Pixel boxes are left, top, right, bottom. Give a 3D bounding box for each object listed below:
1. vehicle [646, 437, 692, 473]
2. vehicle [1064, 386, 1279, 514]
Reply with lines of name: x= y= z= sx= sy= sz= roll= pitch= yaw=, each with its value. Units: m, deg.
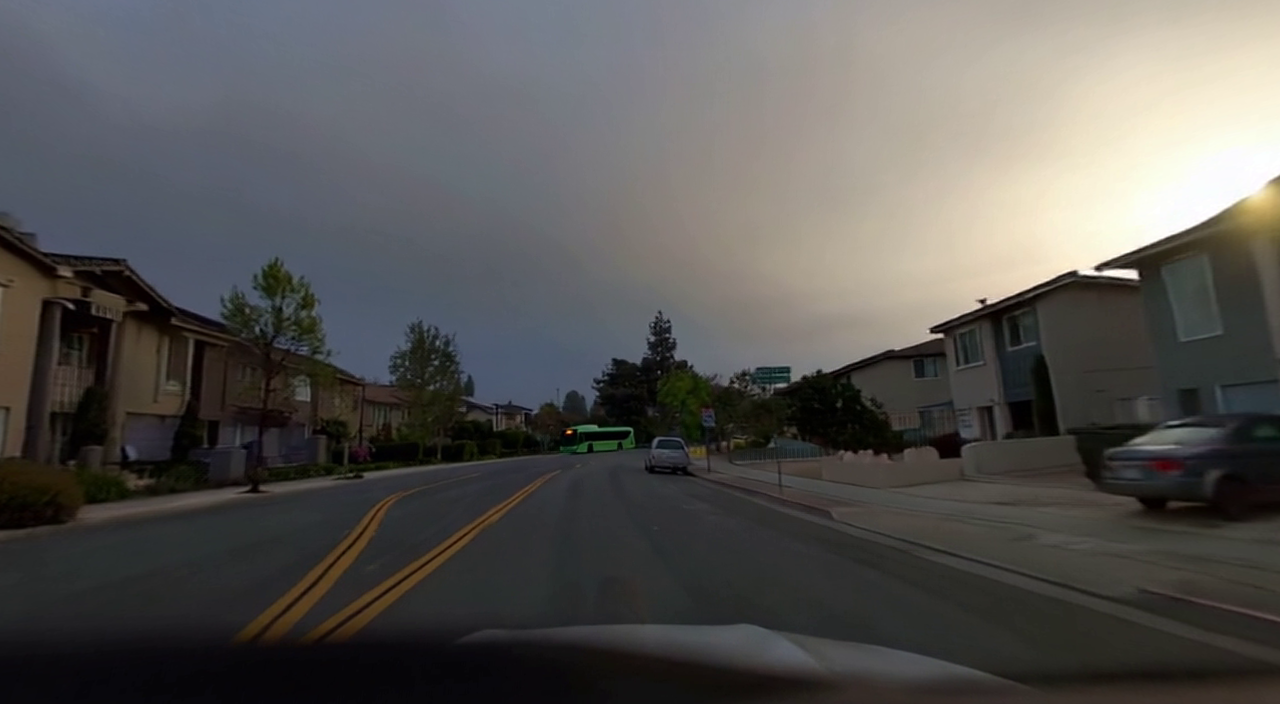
vehicle: x=1.307 y=4.922 z=30.458 sx=1.984 sy=1.601 sz=3.994 roll=0 pitch=-9 yaw=-1
vehicle: x=8.349 y=1.298 z=8.452 sx=4.047 sy=1.486 sz=1.858 roll=1 pitch=-9 yaw=-4
